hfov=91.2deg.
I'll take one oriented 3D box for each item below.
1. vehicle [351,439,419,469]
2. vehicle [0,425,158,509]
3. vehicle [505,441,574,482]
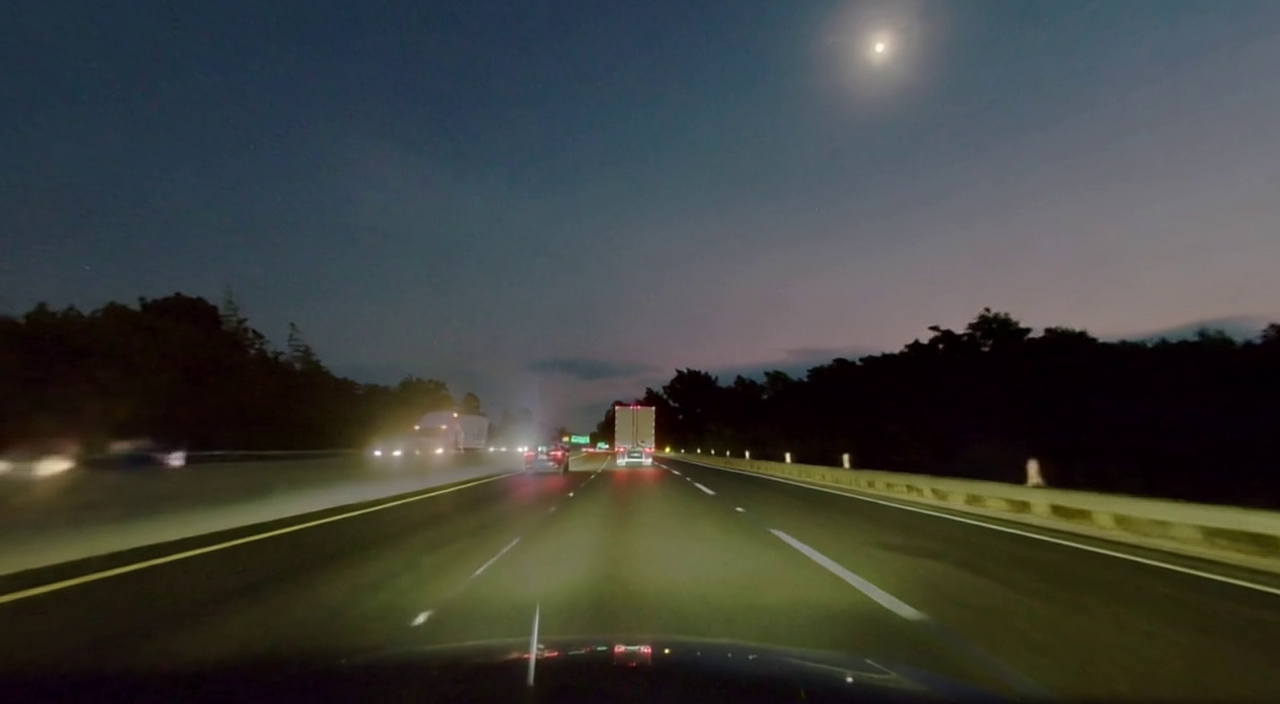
[{"bbox_3d":[-13.774,5.550,34.163,1.876,1.486,4.508,0,-9,0],"label":"vehicle"},{"bbox_3d":[-12.695,2.321,12.825,1.998,1.527,4.605,0,-9,0],"label":"vehicle"},{"bbox_3d":[-3.965,4.422,25.552,2.057,1.519,4.372,-1,-9,1],"label":"vehicle"}]
